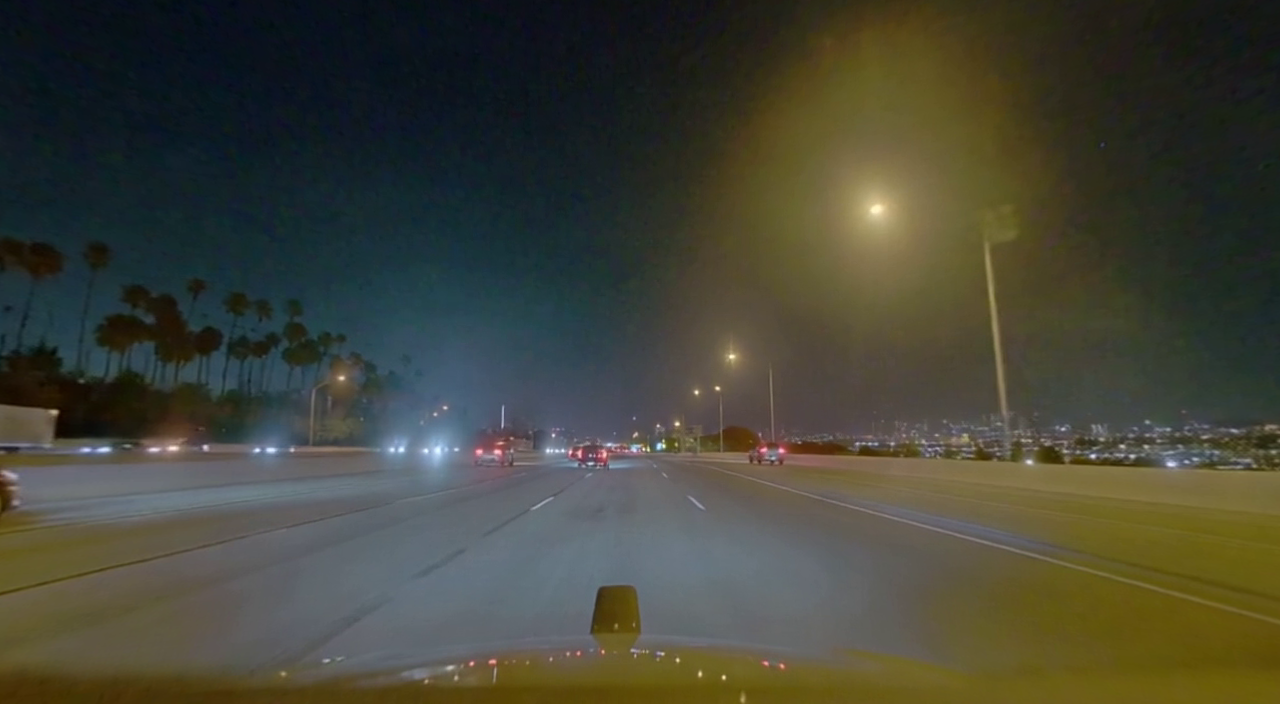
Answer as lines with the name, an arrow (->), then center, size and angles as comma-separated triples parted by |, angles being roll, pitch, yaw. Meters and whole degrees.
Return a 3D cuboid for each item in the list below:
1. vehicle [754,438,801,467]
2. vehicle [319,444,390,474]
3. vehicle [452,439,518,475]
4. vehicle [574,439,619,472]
vehicle -> 10.190, 7.552, 47.434 | 2.302, 2.014, 5.925 | 0, -9, 1
vehicle -> -16.413, 6.178, 36.630 | 1.916, 1.610, 4.445 | 0, -9, 2
vehicle -> -7.802, 5.340, 32.213 | 2.204, 1.677, 4.438 | 0, -9, 1
vehicle -> -2.330, 5.698, 34.935 | 2.201, 1.672, 4.128 | 0, -9, 0
